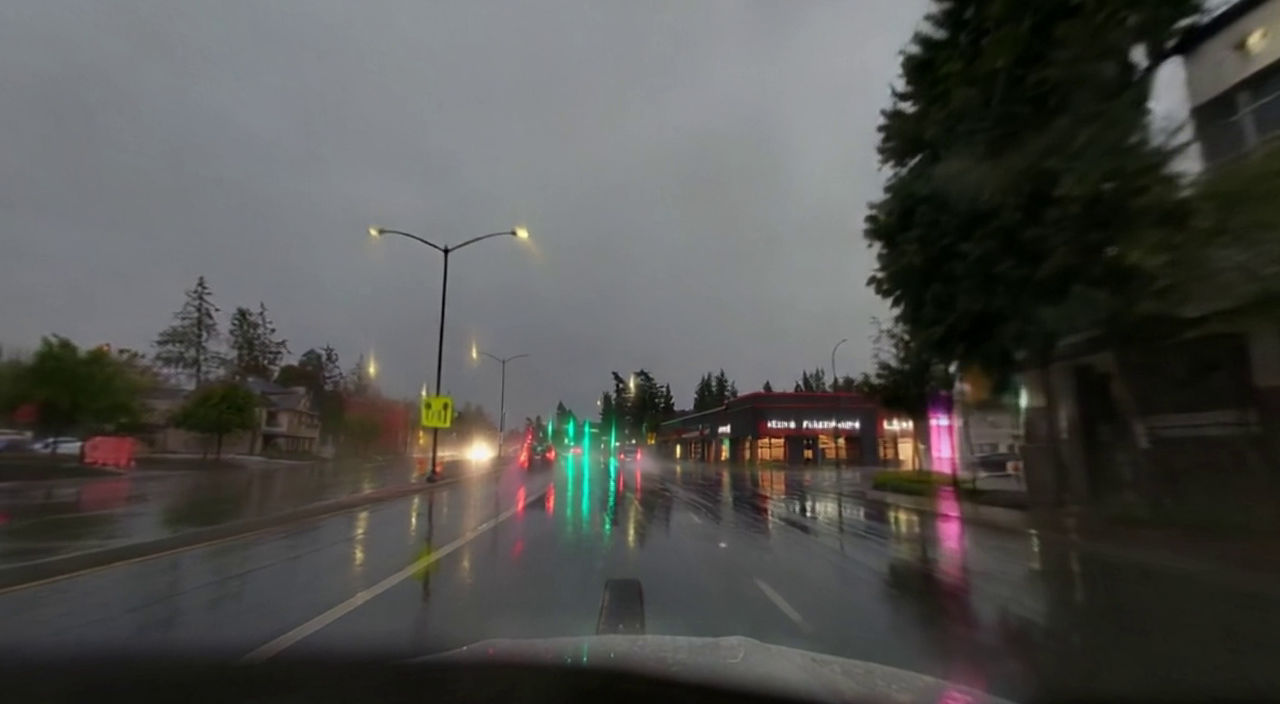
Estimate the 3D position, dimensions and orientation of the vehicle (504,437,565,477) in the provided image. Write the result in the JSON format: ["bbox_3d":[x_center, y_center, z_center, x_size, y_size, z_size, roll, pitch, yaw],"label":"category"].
[{"bbox_3d":[-4.884,4.957,29.945,2.381,1.721,4.186,0,-9,-4],"label":"vehicle"}]
